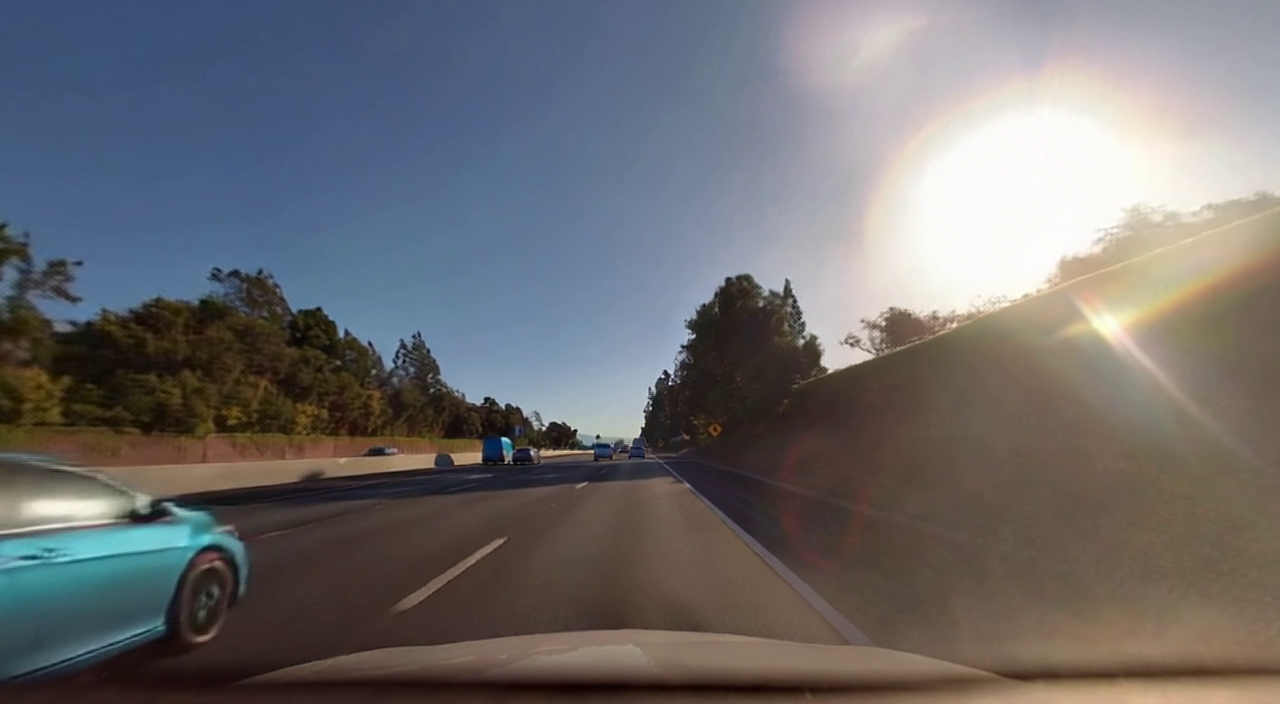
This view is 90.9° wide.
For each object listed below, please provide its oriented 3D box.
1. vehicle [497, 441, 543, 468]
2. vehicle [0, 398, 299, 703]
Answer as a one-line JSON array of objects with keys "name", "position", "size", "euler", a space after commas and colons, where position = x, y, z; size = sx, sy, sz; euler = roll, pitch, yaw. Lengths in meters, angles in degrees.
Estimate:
[{"name": "vehicle", "position": [-7.423, 6.389, 39.449], "size": [2.014, 1.598, 4.015], "euler": [0, -8, 1]}, {"name": "vehicle", "position": [-3.511, 0.876, 1.948], "size": [2.081, 1.514, 4.943], "euler": [0, -8, 1]}]
